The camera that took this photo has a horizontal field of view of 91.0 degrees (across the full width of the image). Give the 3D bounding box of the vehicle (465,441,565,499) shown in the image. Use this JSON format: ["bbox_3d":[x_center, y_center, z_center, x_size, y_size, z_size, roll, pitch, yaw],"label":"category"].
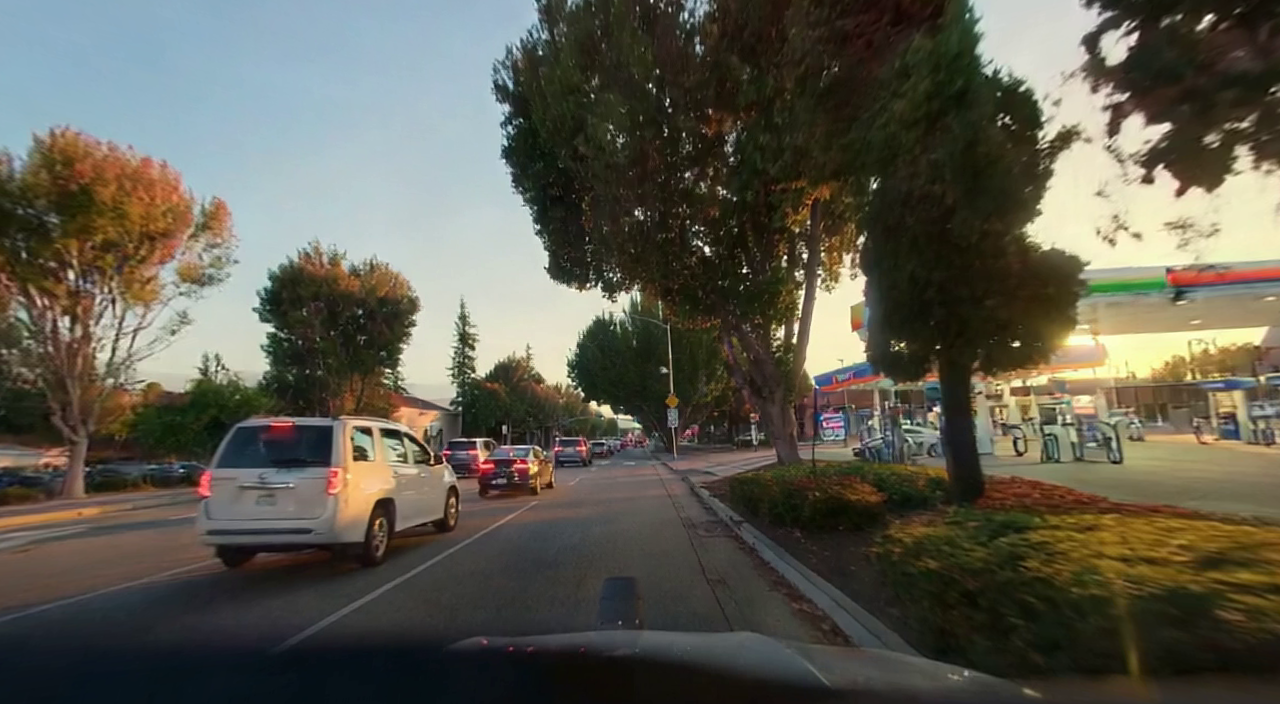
[{"bbox_3d":[-3.479,3.362,18.379,1.888,1.452,4.303,-1,-8,2],"label":"vehicle"}]

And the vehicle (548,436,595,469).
[{"bbox_3d":[-4.069,6.051,38.082,2.306,1.815,4.476,0,-8,1],"label":"vehicle"}]

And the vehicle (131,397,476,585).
[{"bbox_3d":[-4.054,1.768,8.854,2.071,1.896,4.782,0,-9,2],"label":"vehicle"}]

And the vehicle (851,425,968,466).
[{"bbox_3d":[12.126,4.224,28.574,4.385,1.439,1.912,-5,-7,4],"label":"vehicle"}]
